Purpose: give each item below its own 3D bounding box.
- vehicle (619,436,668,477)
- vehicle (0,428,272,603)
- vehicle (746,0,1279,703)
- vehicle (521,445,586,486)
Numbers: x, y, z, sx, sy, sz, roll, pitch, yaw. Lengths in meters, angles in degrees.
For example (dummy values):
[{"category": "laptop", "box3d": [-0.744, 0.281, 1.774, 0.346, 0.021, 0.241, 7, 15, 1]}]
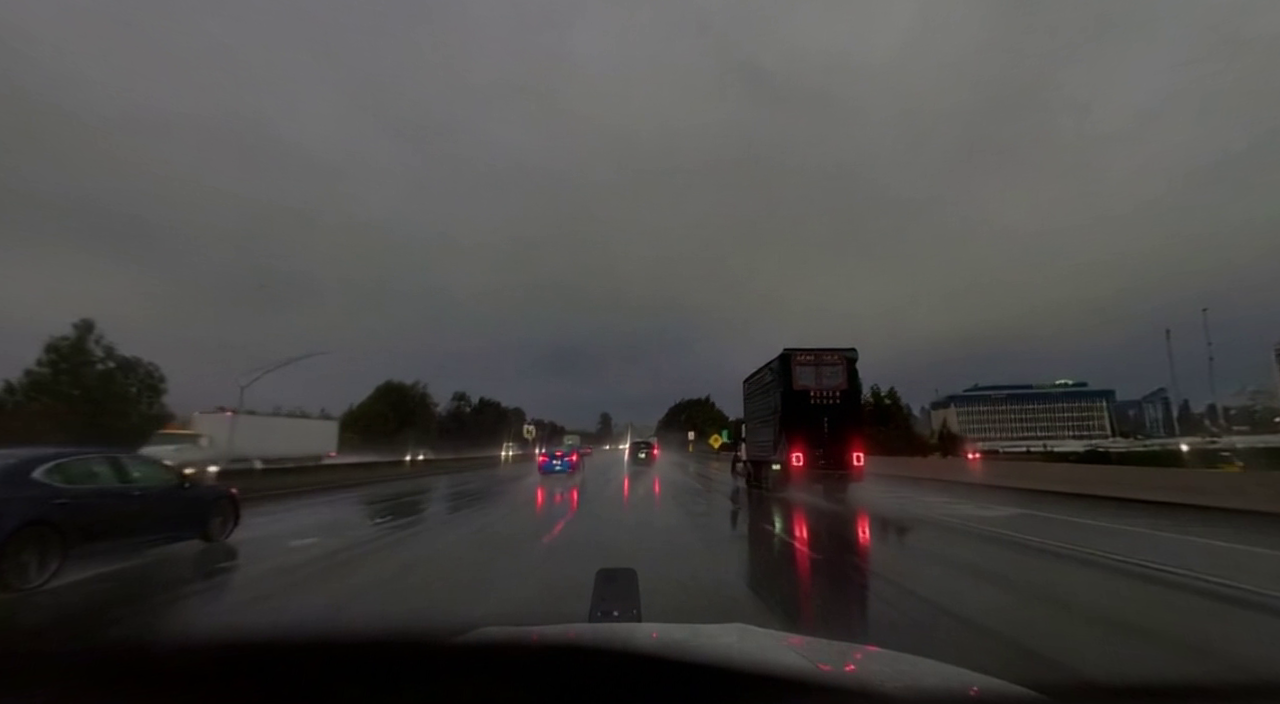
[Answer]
[{"category": "vehicle", "box3d": [0.134, 5.042, 30.571, 2.203, 1.805, 4.358, 0, -9, -1]}, {"category": "vehicle", "box3d": [-6.448, 1.632, 6.945, 2.053, 1.464, 4.600, 0, -9, 0]}, {"category": "vehicle", "box3d": [3.793, 0.232, 6.506, 2.876, 4.086, 15.117, 0, -9, 0]}, {"category": "vehicle", "box3d": [-3.197, 4.282, 24.176, 1.864, 1.406, 4.544, 0, -9, 0]}]
